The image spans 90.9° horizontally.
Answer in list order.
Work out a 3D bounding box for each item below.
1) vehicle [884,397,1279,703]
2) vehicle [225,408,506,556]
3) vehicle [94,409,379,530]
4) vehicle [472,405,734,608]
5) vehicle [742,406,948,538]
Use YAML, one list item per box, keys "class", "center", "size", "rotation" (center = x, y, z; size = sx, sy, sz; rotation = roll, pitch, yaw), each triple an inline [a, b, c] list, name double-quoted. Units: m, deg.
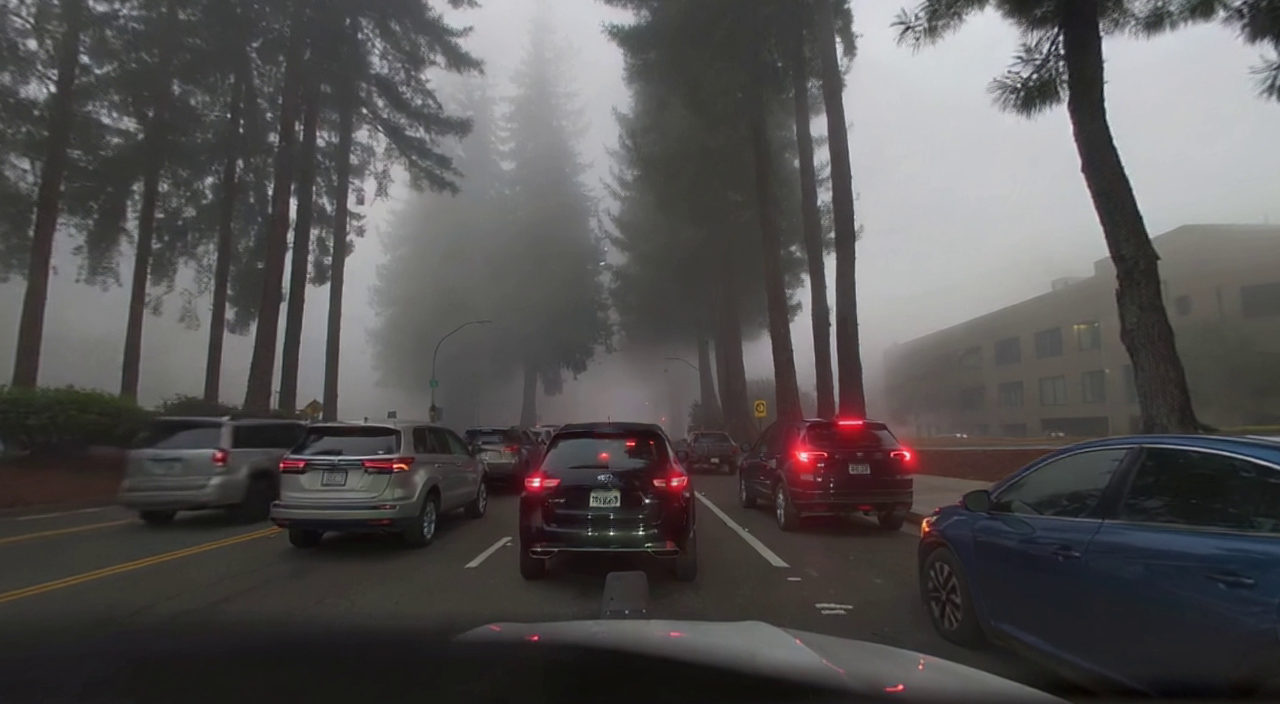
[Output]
- class: "vehicle"
  center: [3.243, 1.069, 3.367]
  size: [2.045, 1.459, 4.462]
  rotation: [0, -8, -1]
- class: "vehicle"
  center: [-3.757, 1.887, 9.883]
  size: [2.141, 1.718, 4.809]
  rotation: [0, -8, 1]
- class: "vehicle"
  center: [-7.137, 2.146, 12.082]
  size: [2.066, 1.814, 5.097]
  rotation: [0, -8, 0]
- class: "vehicle"
  center: [-0.348, 1.586, 7.416]
  size: [2.114, 1.631, 4.459]
  rotation: [0, -8, -1]
- class: "vehicle"
  center: [3.344, 2.083, 11.526]
  size: [2.117, 1.879, 4.715]
  rotation: [0, -8, -1]
